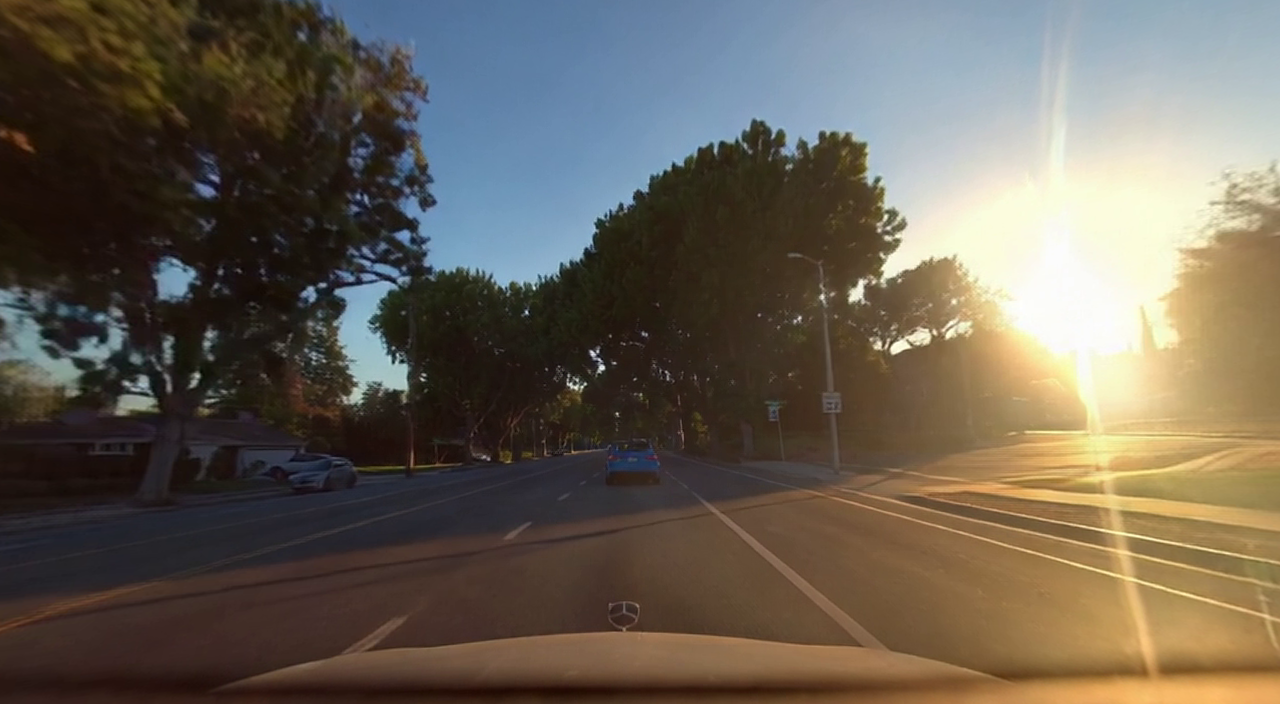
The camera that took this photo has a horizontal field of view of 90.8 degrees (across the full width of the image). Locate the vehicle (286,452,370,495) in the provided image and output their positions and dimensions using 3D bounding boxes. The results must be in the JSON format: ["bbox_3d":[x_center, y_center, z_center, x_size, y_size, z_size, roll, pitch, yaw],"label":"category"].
[{"bbox_3d":[-13.961,5.420,28.549,1.900,1.596,4.142,-4,-8,-3],"label":"vehicle"}]

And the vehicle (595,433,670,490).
[{"bbox_3d":[-0.243,3.492,20.508,2.181,1.639,4.127,0,-8,-1],"label":"vehicle"}]

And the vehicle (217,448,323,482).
[{"bbox_3d":[-21.501,6.544,36.858,4.807,1.872,2.041,0,-9,-2],"label":"vehicle"}]
